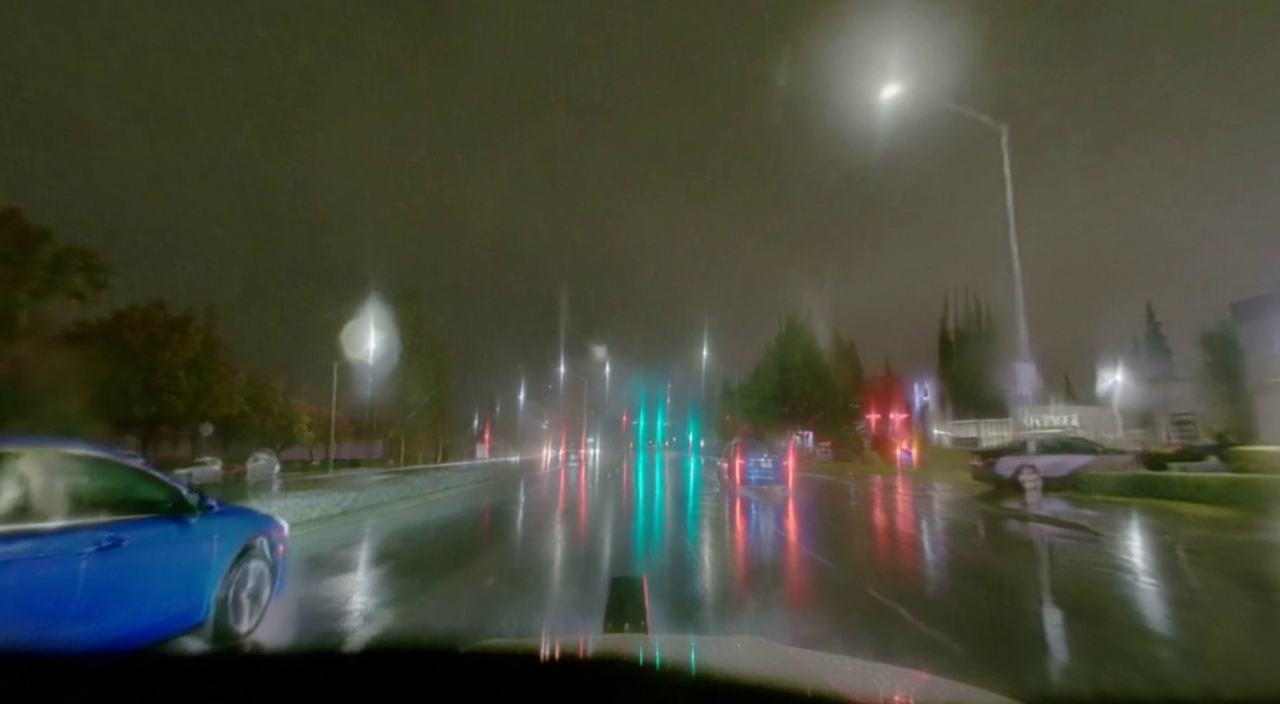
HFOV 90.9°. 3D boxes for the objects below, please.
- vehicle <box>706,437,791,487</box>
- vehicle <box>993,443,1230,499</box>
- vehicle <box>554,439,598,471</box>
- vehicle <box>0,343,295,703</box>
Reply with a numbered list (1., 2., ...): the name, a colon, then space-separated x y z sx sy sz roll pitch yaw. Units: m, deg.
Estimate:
1. vehicle: 3.489 3.632 21.188 2.083 1.474 4.360 0 -8 0
2. vehicle: 12.559 3.164 17.043 4.757 1.327 2.062 0 -7 -1
3. vehicle: -3.417 5.563 34.339 2.113 1.626 4.129 0 -8 -2
4. vehicle: -3.574 0.789 2.203 2.023 1.720 4.741 0 -8 0
